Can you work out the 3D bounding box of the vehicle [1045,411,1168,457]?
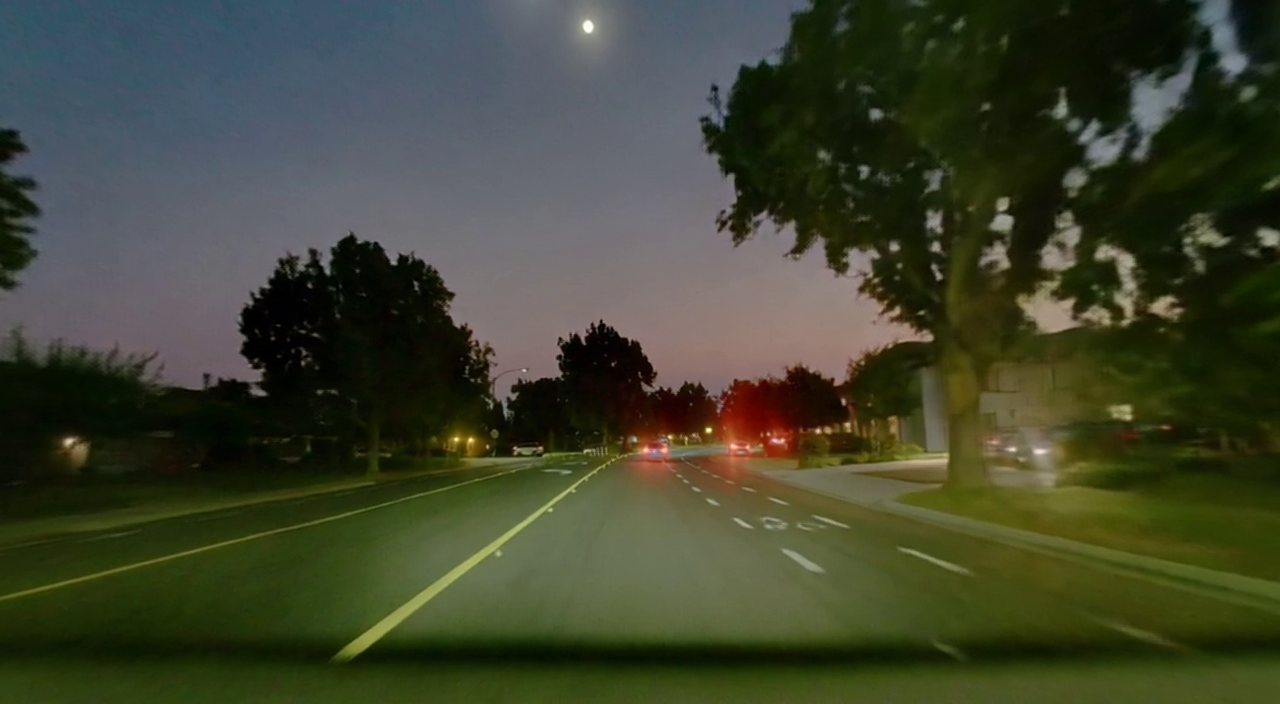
[{"bbox_3d":[19.808,3.572,27.109,1.924,1.703,4.254,-3,-9,0],"label":"vehicle"}]
